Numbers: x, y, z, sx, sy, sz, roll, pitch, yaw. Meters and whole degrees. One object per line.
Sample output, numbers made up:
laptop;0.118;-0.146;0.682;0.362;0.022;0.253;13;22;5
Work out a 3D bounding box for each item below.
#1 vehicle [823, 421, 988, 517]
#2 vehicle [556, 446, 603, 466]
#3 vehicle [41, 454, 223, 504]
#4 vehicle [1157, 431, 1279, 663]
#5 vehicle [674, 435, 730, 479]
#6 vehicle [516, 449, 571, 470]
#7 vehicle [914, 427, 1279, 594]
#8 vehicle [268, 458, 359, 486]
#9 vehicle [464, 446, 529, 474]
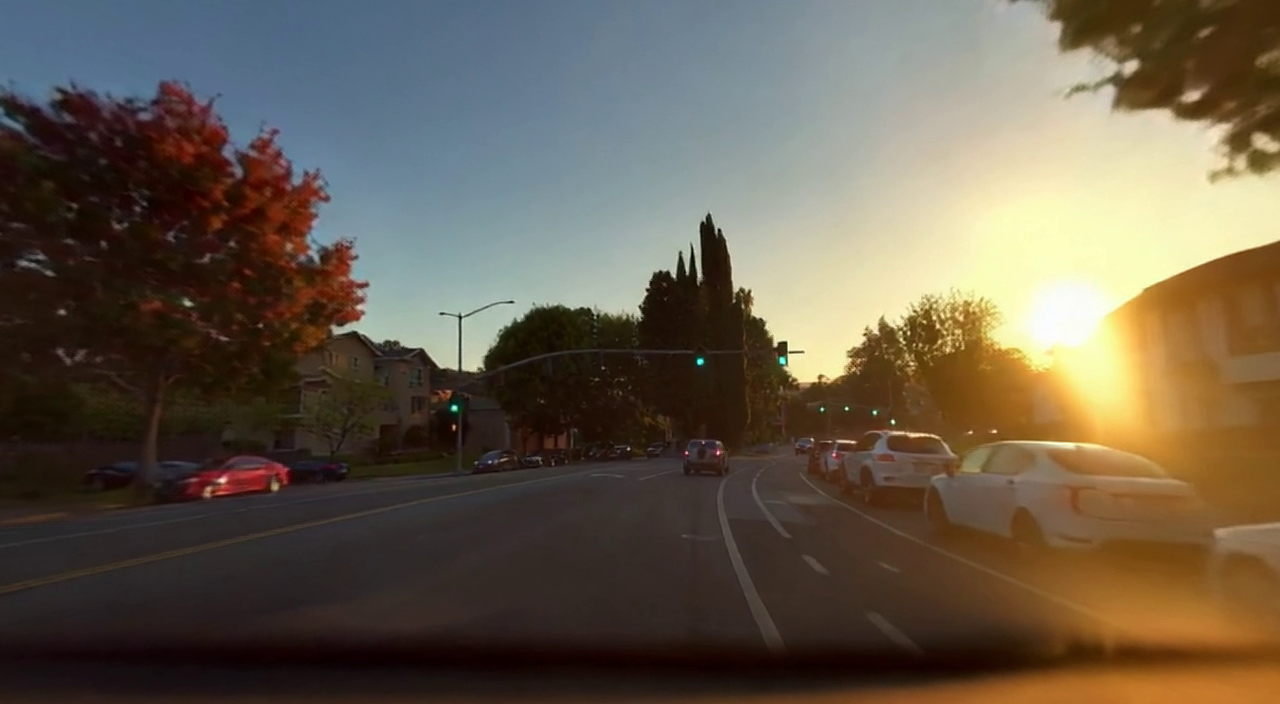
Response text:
vehicle;5.672;2.547;14.288;2.128;1.795;4.622;-1;-8;6
vehicle;-4.637;8.063;49.063;1.880;1.450;4.627;-3;-9;19
vehicle;-20.886;5.199;26.113;5.953;1.868;2.049;0;-10;5
vehicle;4.951;1.032;2.627;1.940;1.456;4.502;0;-8;3
vehicle;2.731;4.438;27.022;1.852;1.680;4.488;-2;-9;12
vehicle;-6.563;7.335;43.477;1.893;1.310;4.719;-3;-9;17
vehicle;5.317;1.813;8.205;1.879;1.547;4.378;-1;-8;5
vehicle;-17.910;6.568;34.747;4.195;1.400;1.726;-2;-9;10
vehicle;-8.337;6.298;37.117;1.918;1.508;4.353;-2;-8;15
